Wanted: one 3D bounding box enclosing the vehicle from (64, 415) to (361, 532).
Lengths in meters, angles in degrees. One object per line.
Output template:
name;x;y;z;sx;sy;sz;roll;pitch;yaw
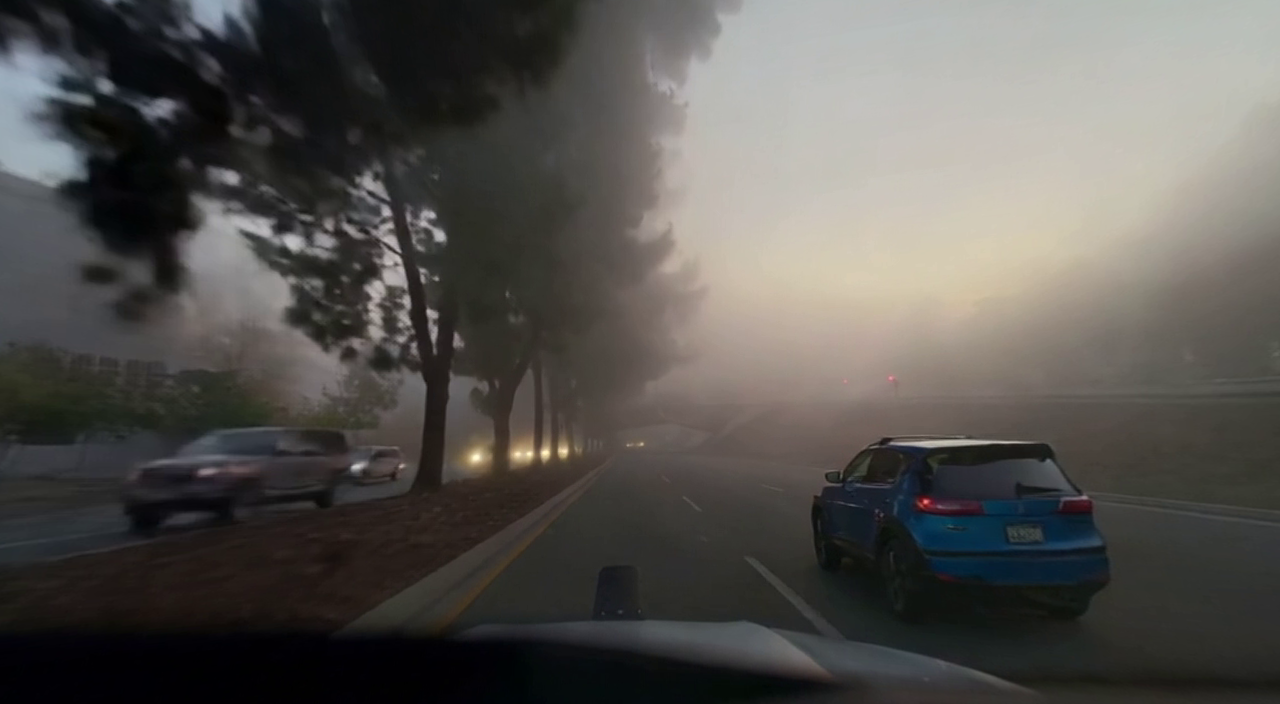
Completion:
vehicle;-8.587;2.509;13.736;2.312;1.970;5.878;0;-9;0

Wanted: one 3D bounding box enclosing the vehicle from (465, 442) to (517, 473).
vehicle;-8.673;6.190;37.238;2.017;1.666;4.293;0;-9;0

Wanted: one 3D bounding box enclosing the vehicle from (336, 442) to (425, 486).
vehicle;-11.870;5.108;29.295;2.123;1.769;4.886;-2;-8;-1
